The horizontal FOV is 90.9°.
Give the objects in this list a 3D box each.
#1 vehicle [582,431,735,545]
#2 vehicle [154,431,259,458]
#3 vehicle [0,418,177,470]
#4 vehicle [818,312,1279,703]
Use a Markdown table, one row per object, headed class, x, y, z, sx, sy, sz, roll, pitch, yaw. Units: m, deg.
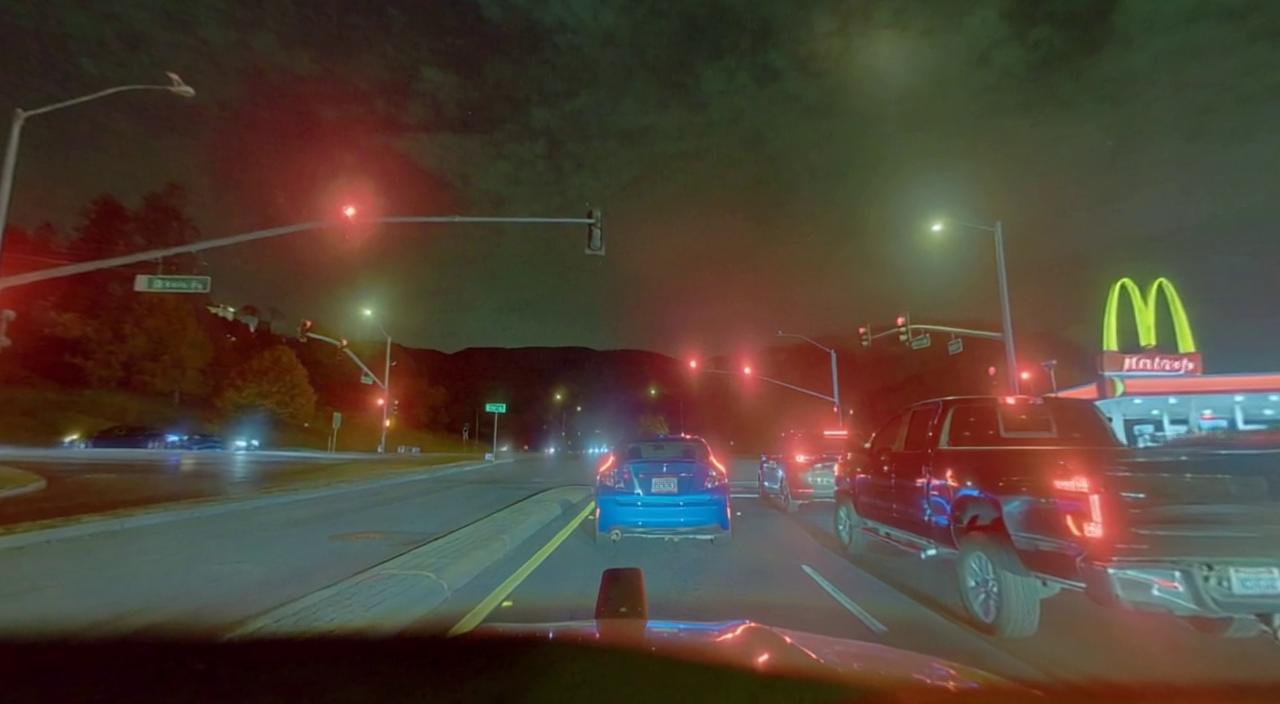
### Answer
| class | x | y | z | sx | sy | sz | roll | pitch | yaw |
| --- | --- | --- | --- | --- | --- | --- | --- | --- | --- |
| vehicle | 0.244 | 2.103 | 10.384 | 2.027 | 1.494 | 3.824 | 0 | -8 | 0 |
| vehicle | -23.164 | 4.966 | 33.782 | 4.326 | 1.420 | 1.798 | -1 | -8 | 4 |
| vehicle | -19.707 | 3.292 | 22.522 | 4.742 | 1.720 | 2.107 | -1 | -8 | 5 |
| vehicle | 3.547 | 1.210 | 5.422 | 2.277 | 1.871 | 6.143 | 0 | -8 | 0 |
